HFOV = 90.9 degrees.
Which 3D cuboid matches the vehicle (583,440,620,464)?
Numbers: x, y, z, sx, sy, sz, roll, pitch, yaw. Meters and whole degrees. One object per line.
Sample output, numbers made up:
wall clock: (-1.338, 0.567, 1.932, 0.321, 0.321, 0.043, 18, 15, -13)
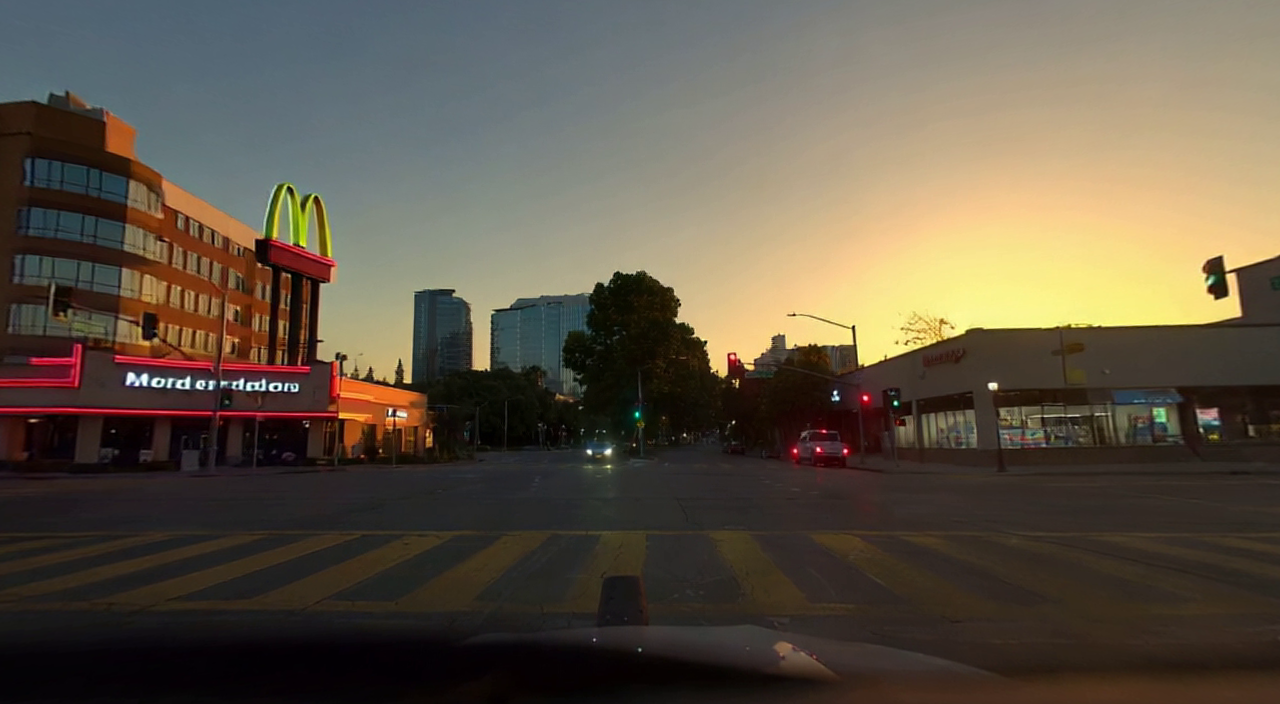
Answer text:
vehicle: (-2.511, 6.635, 41.933, 2.104, 1.468, 4.195, 0, -8, 1)
